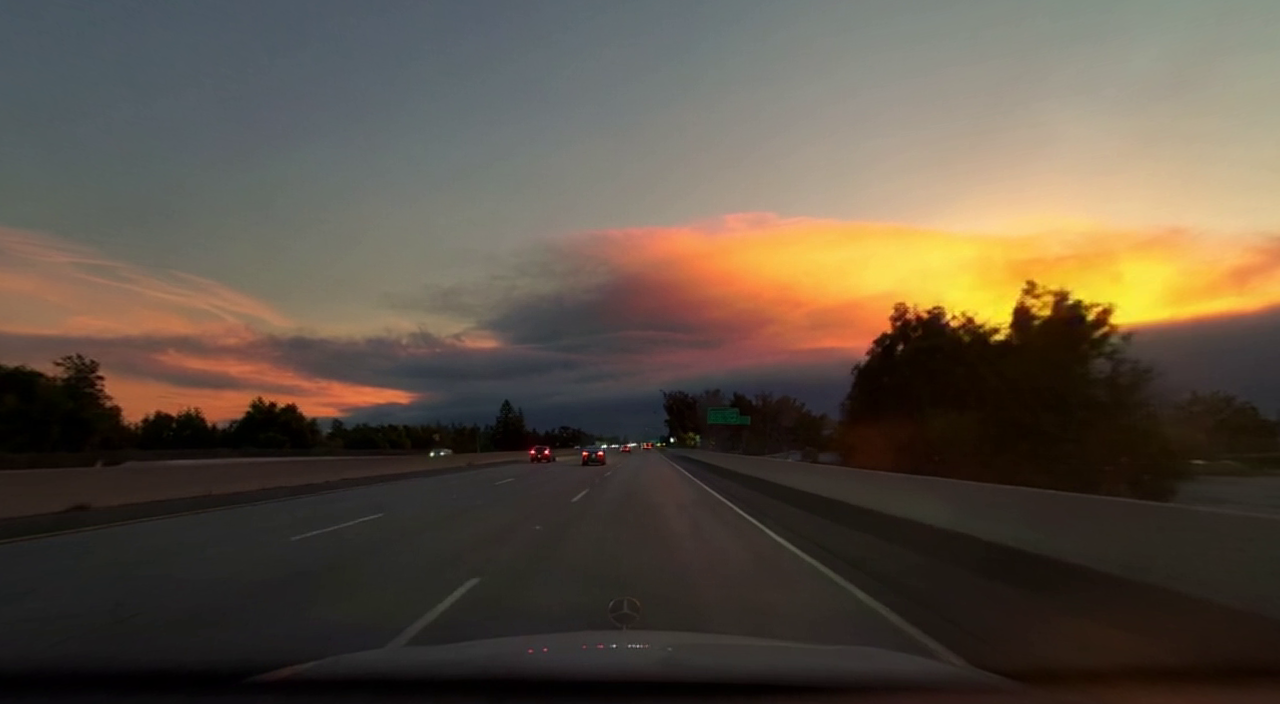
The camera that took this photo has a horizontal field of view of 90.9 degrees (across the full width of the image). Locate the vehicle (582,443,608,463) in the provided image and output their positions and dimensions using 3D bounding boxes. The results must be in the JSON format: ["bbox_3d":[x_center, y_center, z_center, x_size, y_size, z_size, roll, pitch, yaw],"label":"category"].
[{"bbox_3d":[-3.491,7.920,49.550,1.786,1.488,4.023,0,-8,0],"label":"vehicle"}]
